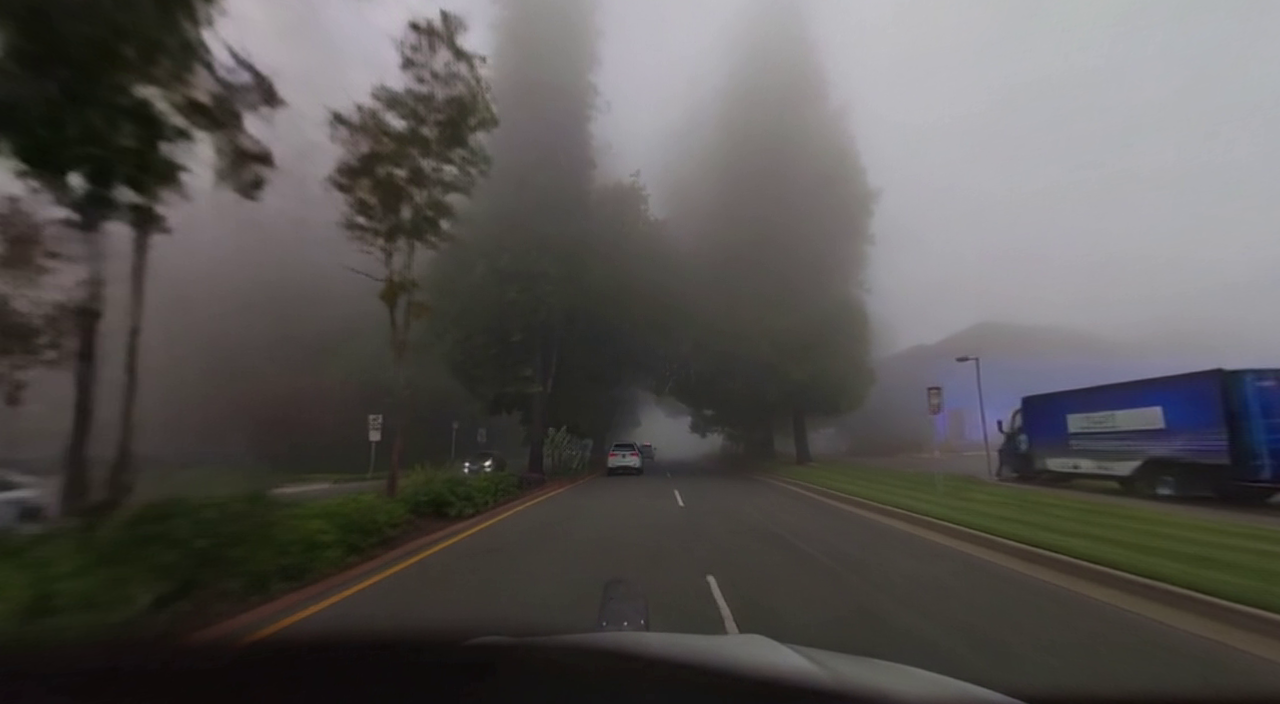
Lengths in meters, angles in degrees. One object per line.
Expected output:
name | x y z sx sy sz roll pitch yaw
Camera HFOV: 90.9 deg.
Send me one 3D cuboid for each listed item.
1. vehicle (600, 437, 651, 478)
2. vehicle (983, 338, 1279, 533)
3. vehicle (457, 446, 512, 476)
vehicle | -0.584 4.833 29.171 2.129 1.713 4.314 0 -8 2
vehicle | 13.757 2.238 17.404 2.794 3.710 10.785 -3 -8 2
vehicle | -8.973 6.311 36.684 1.908 1.616 3.988 0 -8 4
